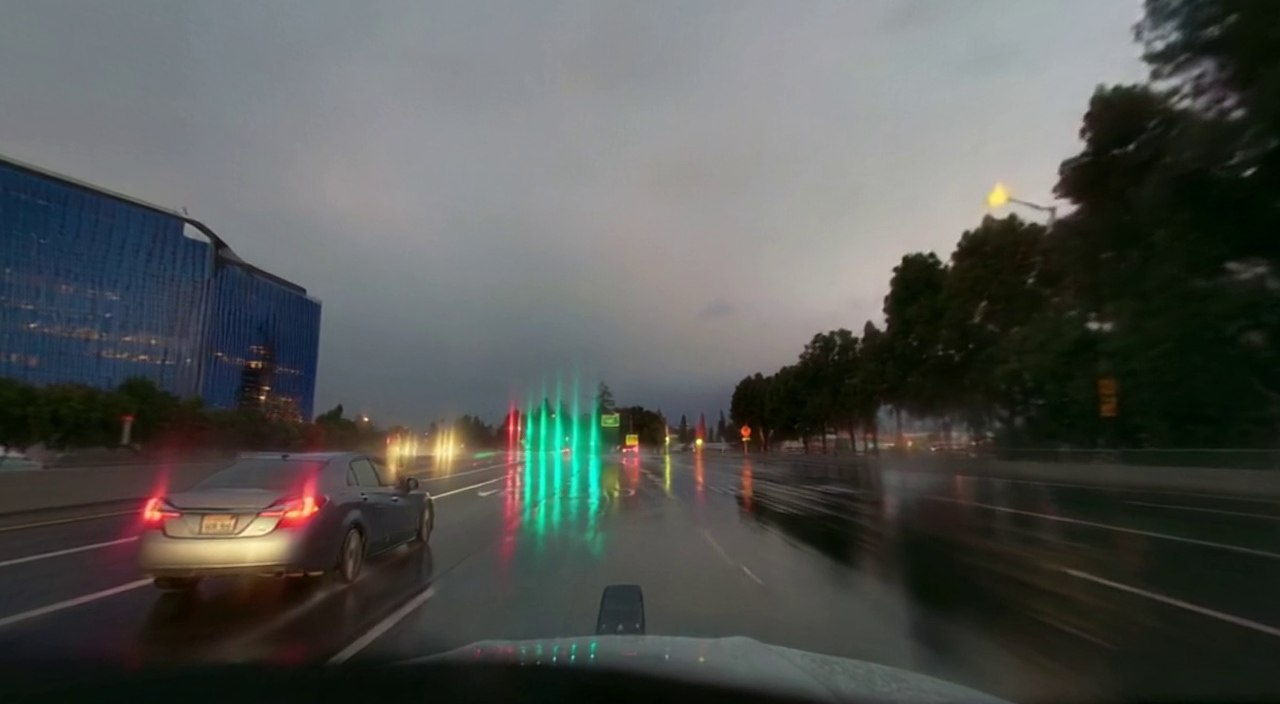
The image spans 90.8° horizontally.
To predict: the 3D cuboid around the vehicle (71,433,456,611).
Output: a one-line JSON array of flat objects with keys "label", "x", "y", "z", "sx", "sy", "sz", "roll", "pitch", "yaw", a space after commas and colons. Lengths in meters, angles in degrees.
[{"label": "vehicle", "x": -3.862, "y": 1.775, "z": 7.642, "sx": 2.018, "sy": 1.476, "sz": 4.364, "roll": 0, "pitch": -8, "yaw": -1}]
